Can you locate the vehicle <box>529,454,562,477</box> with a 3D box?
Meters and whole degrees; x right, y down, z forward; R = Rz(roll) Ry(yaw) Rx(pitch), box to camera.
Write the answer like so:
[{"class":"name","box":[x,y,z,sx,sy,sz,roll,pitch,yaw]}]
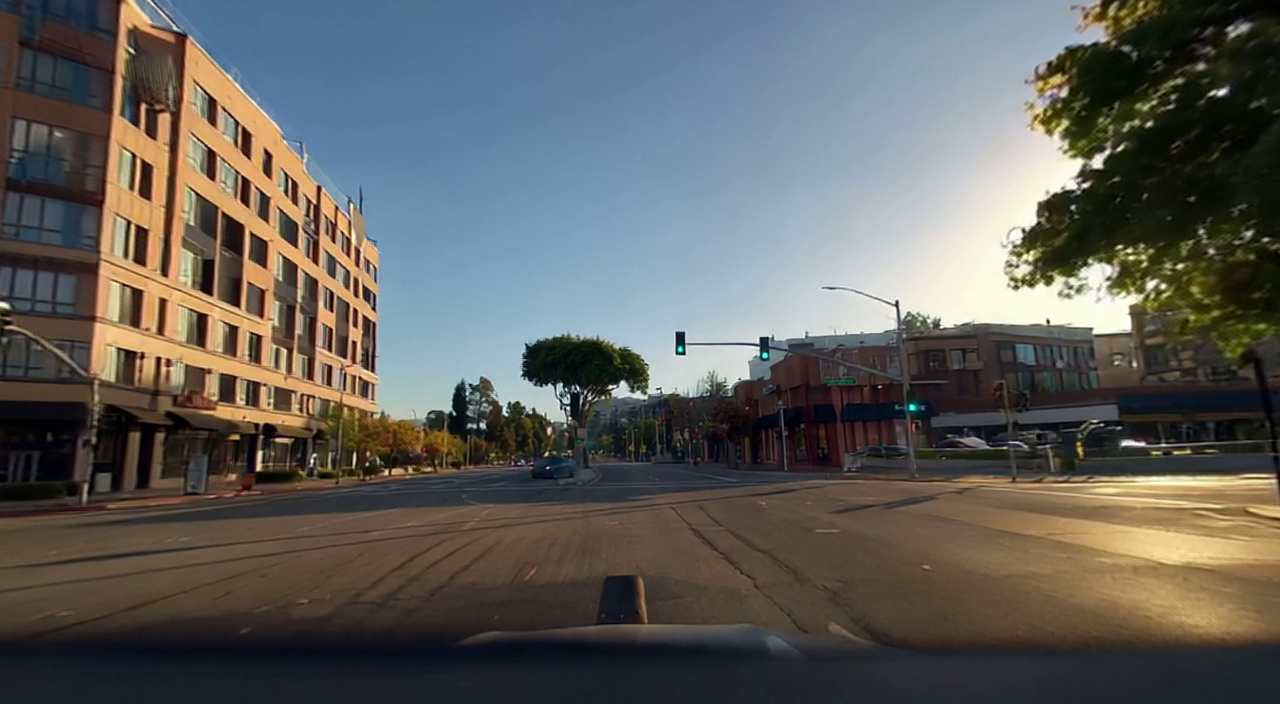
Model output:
[{"class":"vehicle","box":[-6.581,7.911,44.326,1.894,1.474,4.332,0,-8,-3]}]
